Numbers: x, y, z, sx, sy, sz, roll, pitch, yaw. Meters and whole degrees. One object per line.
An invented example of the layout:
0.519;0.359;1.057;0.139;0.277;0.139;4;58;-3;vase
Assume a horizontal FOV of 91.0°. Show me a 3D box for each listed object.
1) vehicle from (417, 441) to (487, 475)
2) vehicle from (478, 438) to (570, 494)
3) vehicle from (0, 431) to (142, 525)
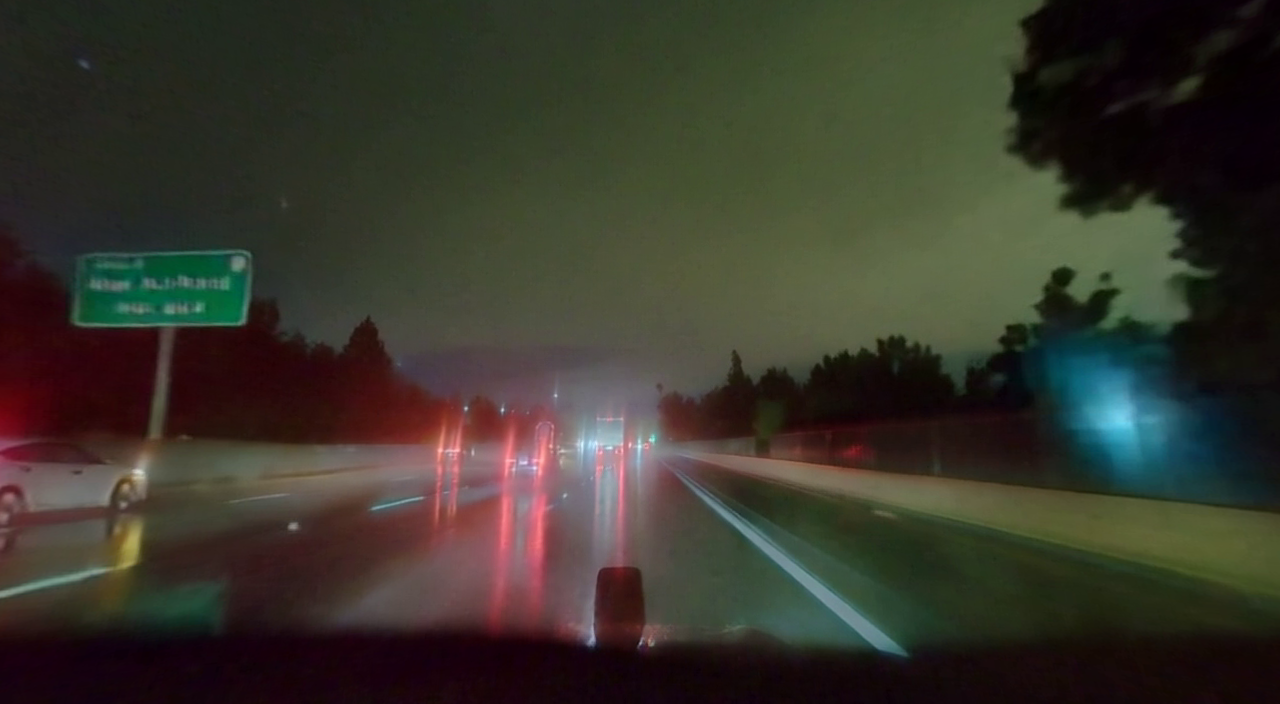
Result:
-9.084;5.140;30.871;2.036;1.506;4.358;0;-8;1;vehicle
-3.452;3.469;19.590;1.931;1.528;4.126;0;-8;2;vehicle
-11.125;2.025;10.232;1.920;1.476;4.973;0;-8;1;vehicle
